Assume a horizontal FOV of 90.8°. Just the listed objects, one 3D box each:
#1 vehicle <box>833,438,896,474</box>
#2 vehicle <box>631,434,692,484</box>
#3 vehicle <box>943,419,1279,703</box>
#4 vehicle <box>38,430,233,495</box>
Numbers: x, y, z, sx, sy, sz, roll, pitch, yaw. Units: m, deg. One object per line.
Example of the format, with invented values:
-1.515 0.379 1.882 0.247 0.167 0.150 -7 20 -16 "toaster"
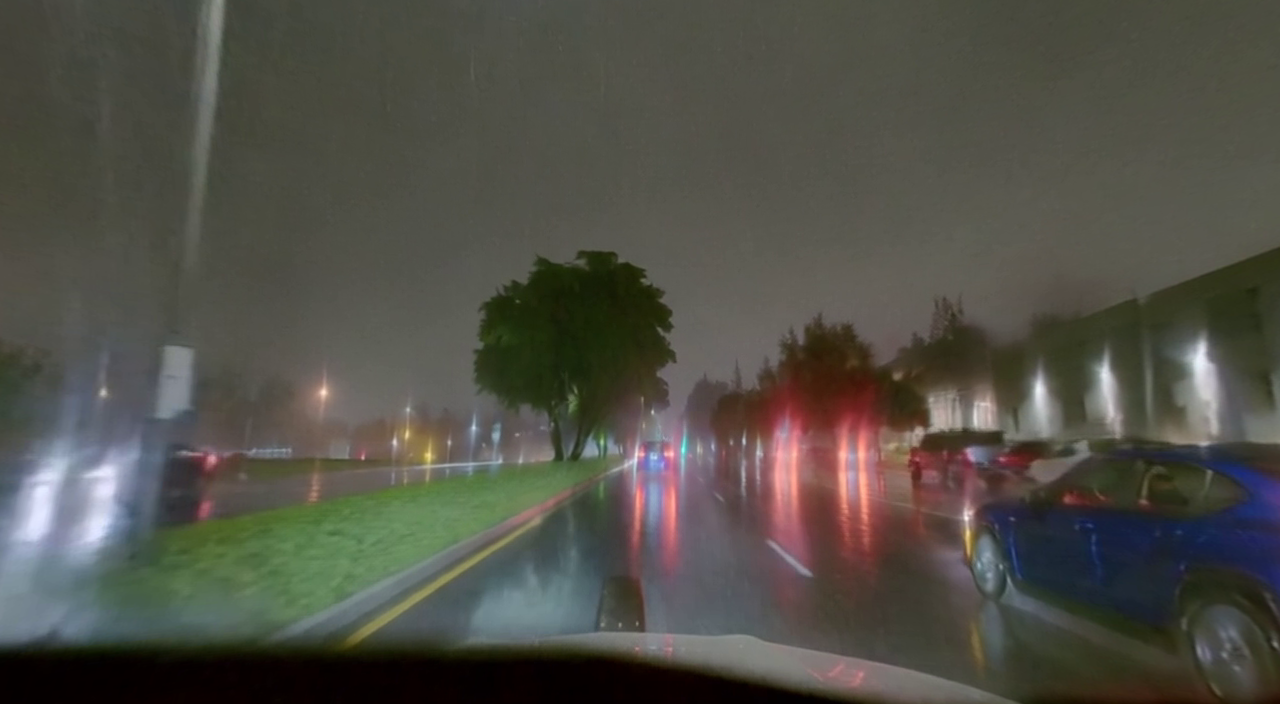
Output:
12.335 5.720 35.073 2.039 1.826 4.704 -1 -9 4 "vehicle"
0.775 4.019 23.994 2.085 1.693 4.301 0 -9 1 "vehicle"
3.823 1.148 3.714 1.918 1.418 4.360 0 -9 0 "vehicle"
-15.520 3.405 19.917 2.290 1.758 4.900 0 -9 -4 "vehicle"
